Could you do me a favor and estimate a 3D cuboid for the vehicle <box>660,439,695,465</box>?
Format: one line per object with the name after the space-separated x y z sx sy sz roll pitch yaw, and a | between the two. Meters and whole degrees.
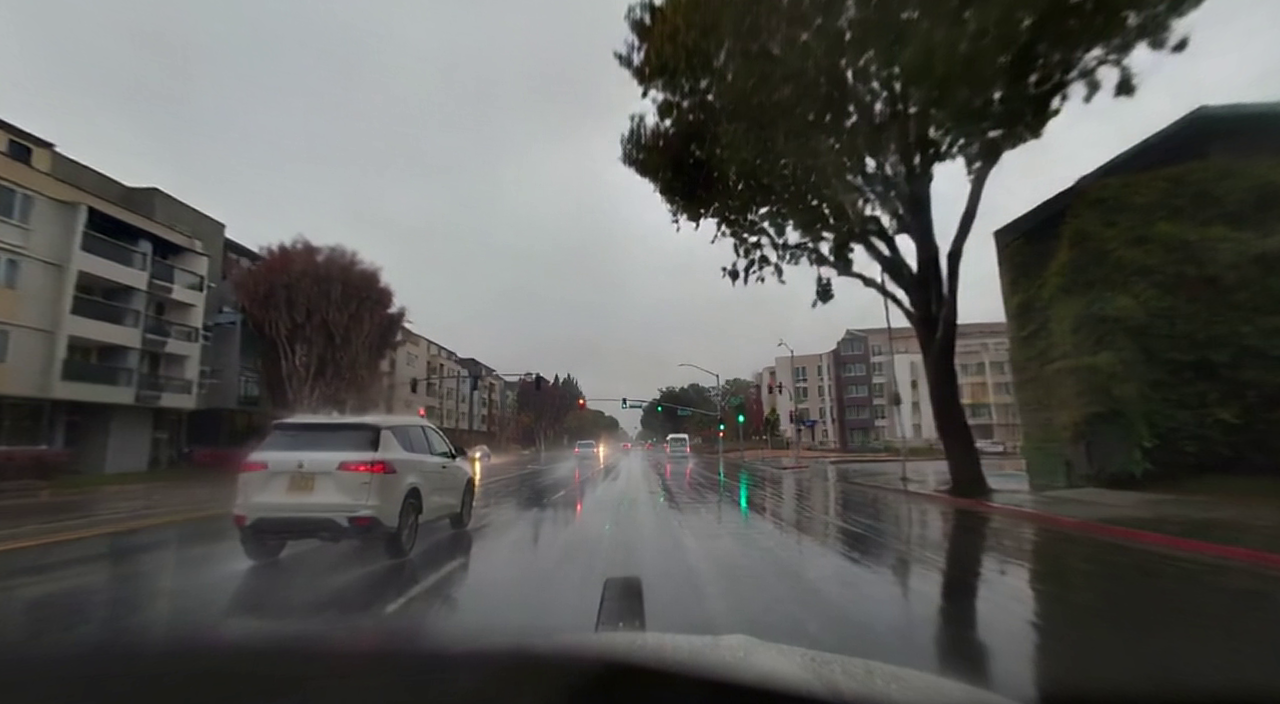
2.589 7.044 44.540 2.018 1.719 4.369 0 -8 -2 | vehicle

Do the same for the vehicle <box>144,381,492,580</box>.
-3.841 1.671 8.997 2.225 1.984 5.168 0 -8 0 | vehicle

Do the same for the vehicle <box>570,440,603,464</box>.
-3.967 7.498 47.449 2.083 1.685 4.069 0 -8 1 | vehicle
